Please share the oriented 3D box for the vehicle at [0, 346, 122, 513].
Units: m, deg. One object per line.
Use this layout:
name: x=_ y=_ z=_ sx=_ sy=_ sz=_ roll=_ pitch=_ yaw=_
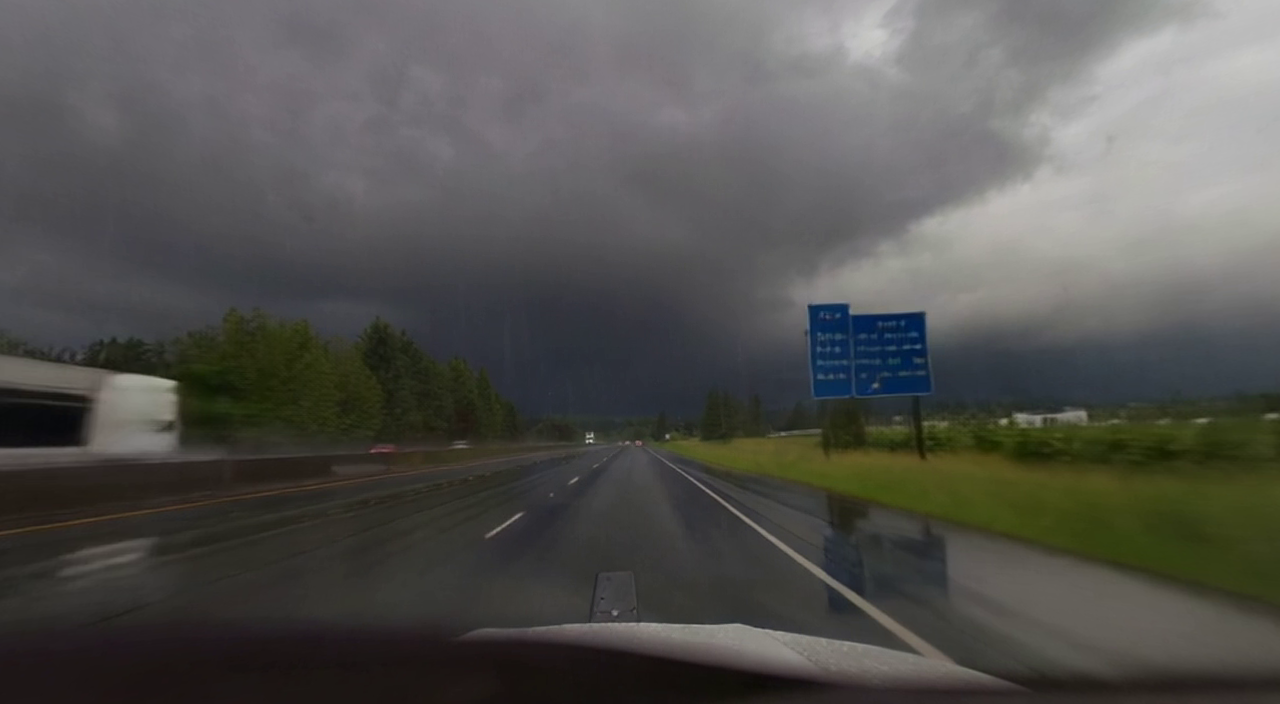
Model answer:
vehicle: x=-17.341 y=1.848 z=15.062 sx=3.011 sy=4.097 sz=8.046 roll=0 pitch=-8 yaw=-1
